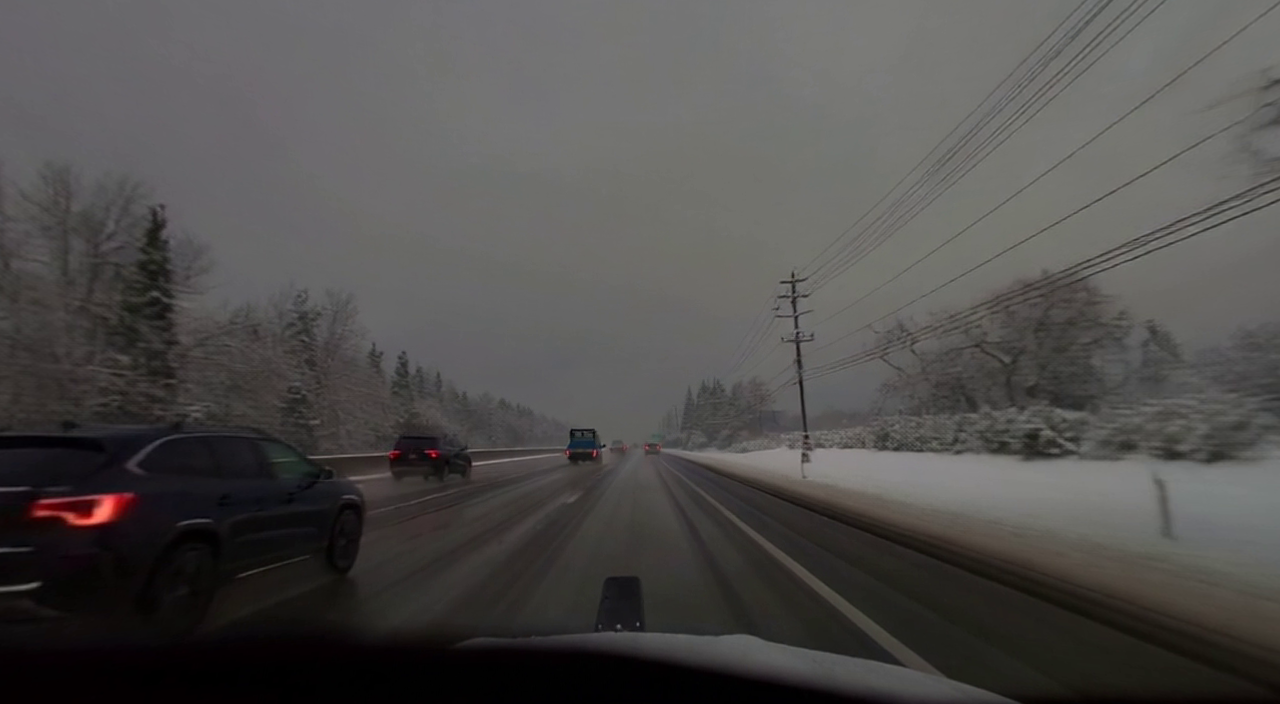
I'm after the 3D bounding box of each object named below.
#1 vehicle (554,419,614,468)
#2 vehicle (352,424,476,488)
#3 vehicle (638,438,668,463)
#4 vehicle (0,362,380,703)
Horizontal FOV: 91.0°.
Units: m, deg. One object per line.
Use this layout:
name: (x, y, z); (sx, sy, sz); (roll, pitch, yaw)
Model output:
vehicle: (-3.529, 6.152, 42.135); (2.915, 2.885, 9.394); (0, -9, 1)
vehicle: (-7.427, 3.509, 21.467); (2.192, 1.893, 5.330); (0, -9, 0)
vehicle: (1.000, 7.028, 44.931); (2.038, 1.677, 4.219); (0, -9, 2)
vehicle: (-3.889, 1.193, 4.802); (1.976, 1.688, 4.124); (0, -9, 1)
